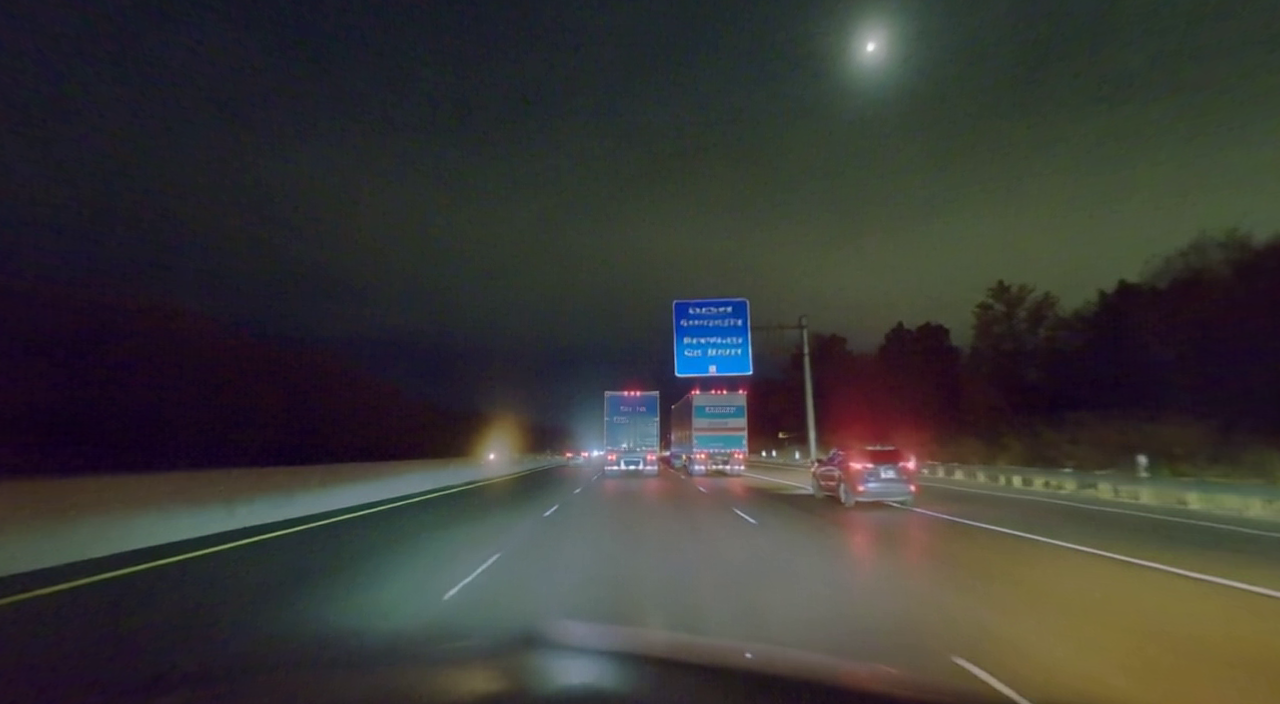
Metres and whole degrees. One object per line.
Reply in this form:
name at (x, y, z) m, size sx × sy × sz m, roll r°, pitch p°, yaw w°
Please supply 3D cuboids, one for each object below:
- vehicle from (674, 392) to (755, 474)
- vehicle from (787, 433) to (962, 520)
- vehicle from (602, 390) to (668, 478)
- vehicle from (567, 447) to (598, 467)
vehicle at (4.198, 5.236, 39.546) m, size 3.044 × 4.128 × 14.482 m, roll 0°, pitch -9°, yaw -1°
vehicle at (4.735, 2.594, 13.681) m, size 2.086 × 1.530 × 4.808 m, roll -1°, pitch -9°, yaw 2°
vehicle at (-0.244, 4.292, 32.342) m, size 2.864 × 3.805 × 9.709 m, roll 0°, pitch -9°, yaw 0°
vehicle at (-4.432, 8.129, 48.992) m, size 2.067 × 1.452 × 4.085 m, roll 0°, pitch -9°, yaw 0°
